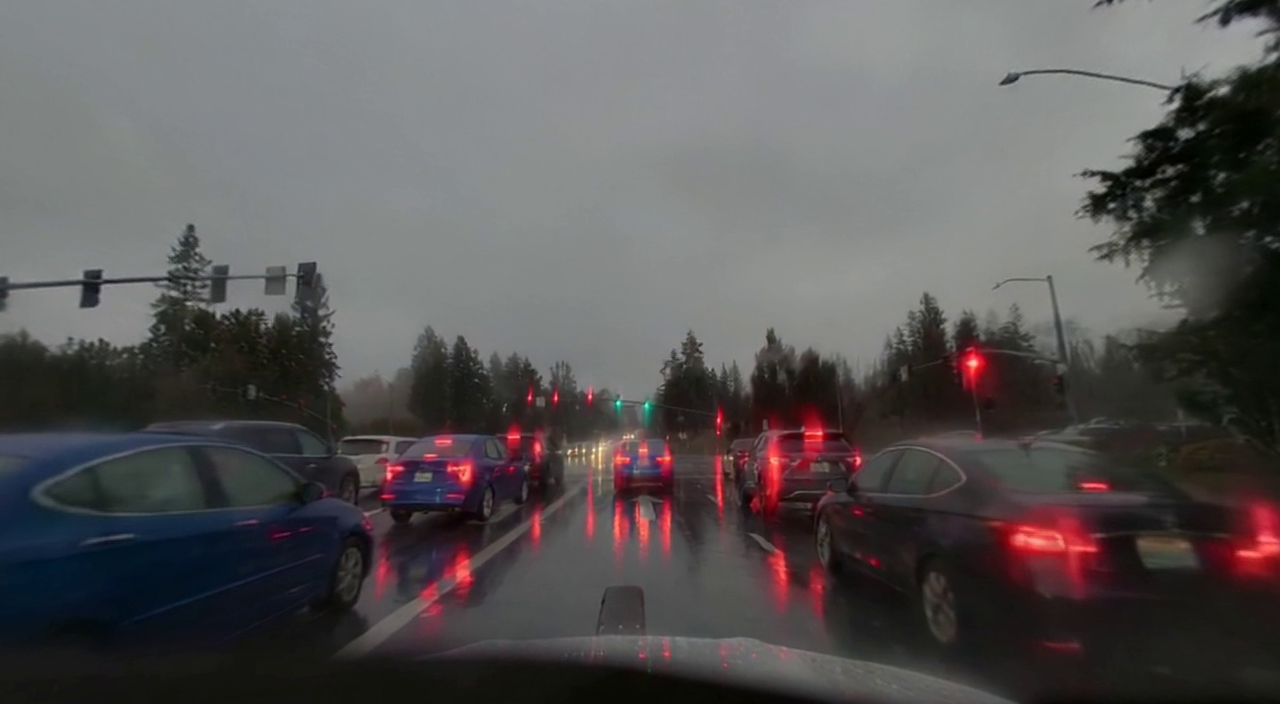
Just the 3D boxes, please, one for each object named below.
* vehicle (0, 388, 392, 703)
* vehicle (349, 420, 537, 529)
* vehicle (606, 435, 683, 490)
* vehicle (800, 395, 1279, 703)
[{"bbox_3d":[-3.259,1.034,3.232,2.139,1.478,4.510,0,-9,0],"label":"vehicle"},{"bbox_3d":[-3.384,2.212,11.967,2.034,1.655,4.465,0,-9,1],"label":"vehicle"},{"bbox_3d":[0.081,3.330,19.315,2.114,1.482,4.056,0,-9,-1],"label":"vehicle"},{"bbox_3d":[2.822,1.256,4.871,2.002,1.474,4.528,0,-9,0],"label":"vehicle"}]
